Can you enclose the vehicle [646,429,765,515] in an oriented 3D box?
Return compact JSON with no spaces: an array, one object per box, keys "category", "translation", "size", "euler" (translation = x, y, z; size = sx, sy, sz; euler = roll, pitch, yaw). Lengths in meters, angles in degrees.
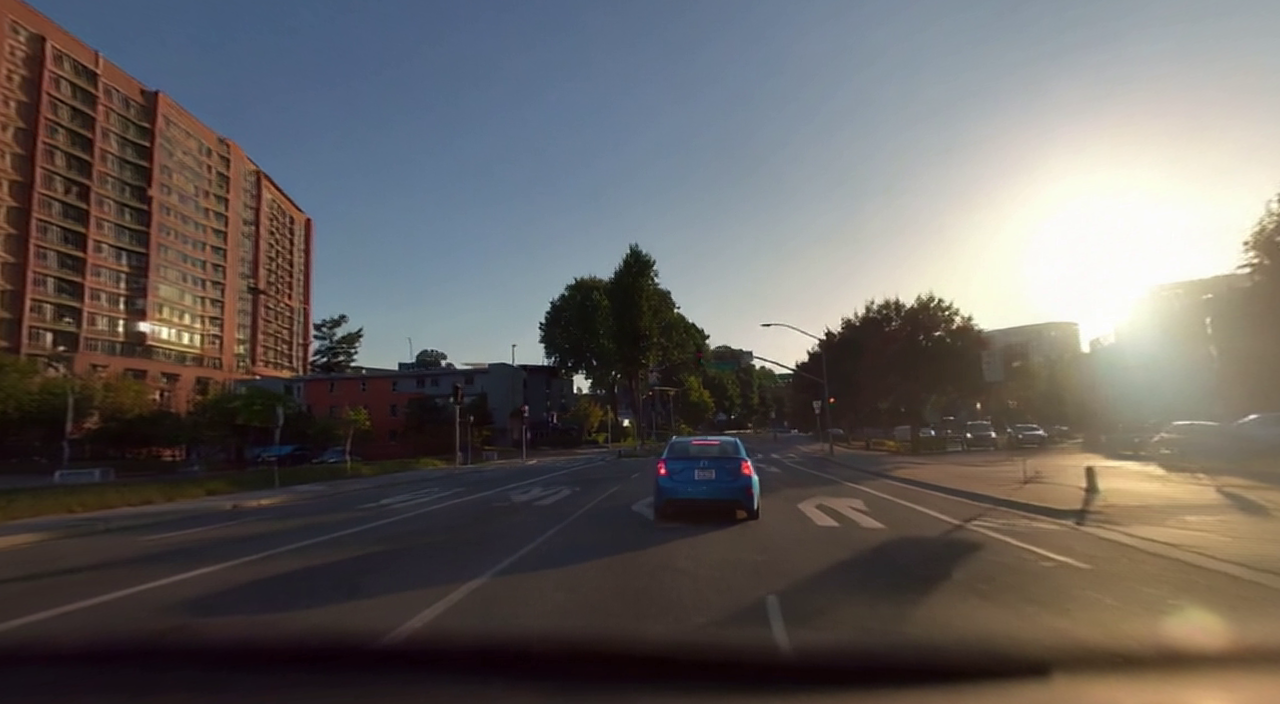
[{"category":"vehicle","translation":[1.234,2.262,12.476],"size":[1.950,1.401,4.159],"euler":[-1,-8,5]}]
